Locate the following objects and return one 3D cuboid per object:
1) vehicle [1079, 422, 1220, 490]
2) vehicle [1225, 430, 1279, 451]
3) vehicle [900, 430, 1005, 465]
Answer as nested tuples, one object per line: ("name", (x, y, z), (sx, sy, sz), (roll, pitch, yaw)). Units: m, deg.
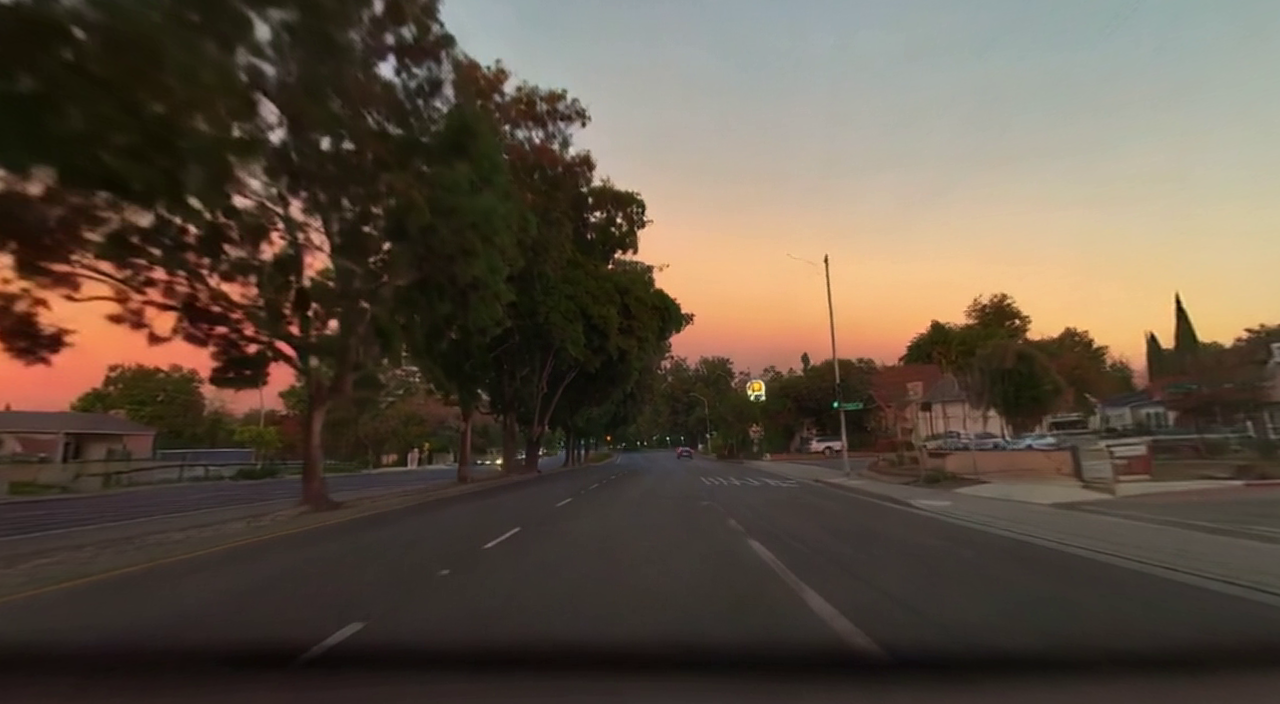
("vehicle", (13.474, 2.775, 16.594), (4.744, 1.475, 2.008), (9, -16, -42))
("vehicle", (44.943, 6.256, 44.759), (1.862, 1.435, 4.862), (1, -9, -11))
("vehicle", (17.009, 5.221, 34.521), (4.543, 1.838, 2.127), (0, -9, -5))
